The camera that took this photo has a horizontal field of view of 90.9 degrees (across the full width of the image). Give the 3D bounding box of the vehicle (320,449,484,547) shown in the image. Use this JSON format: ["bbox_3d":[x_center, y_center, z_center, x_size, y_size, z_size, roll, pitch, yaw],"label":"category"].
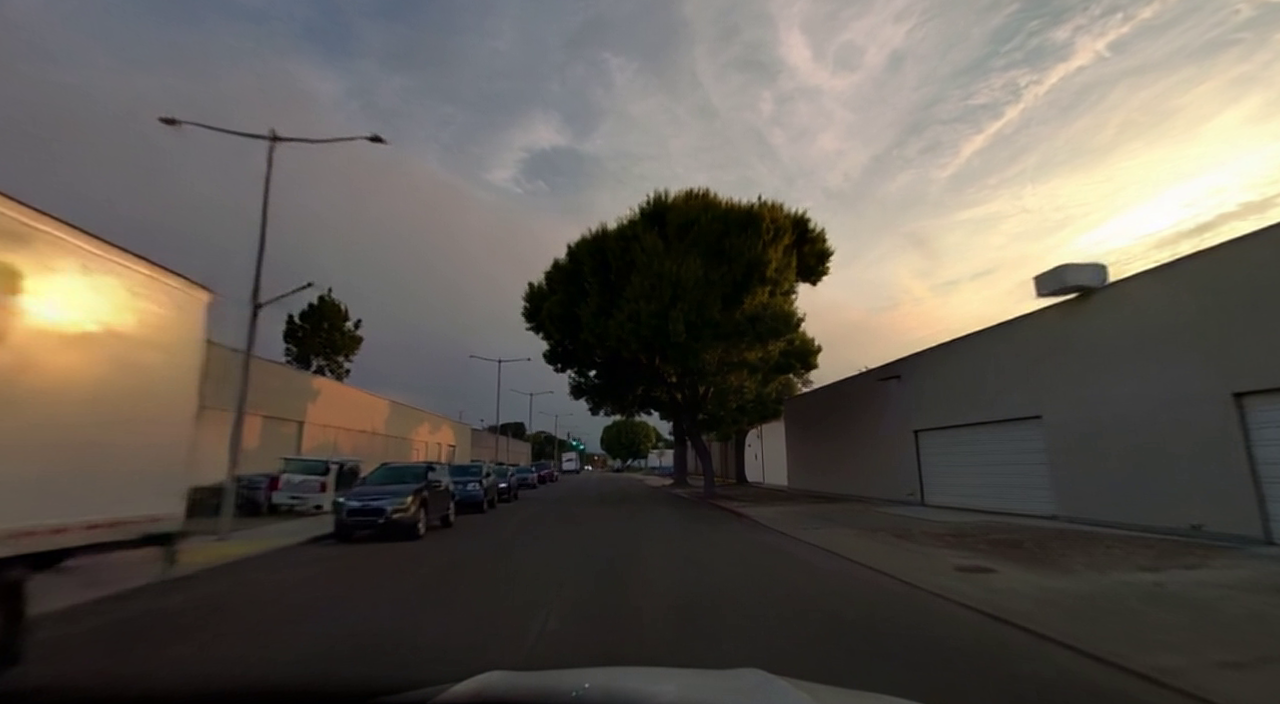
[{"bbox_3d":[-4.723,2.911,13.286,1.886,1.640,4.311,2,-9,-3],"label":"vehicle"}]

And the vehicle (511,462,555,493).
[{"bbox_3d":[-5.957,7.043,35.516,1.882,1.606,4.191,1,-11,-2],"label":"vehicle"}]

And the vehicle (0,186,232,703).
[{"bbox_3d":[-4.246,0.357,2.081,2.242,2.726,5.581,1,-11,-4],"label":"vehicle"}]
